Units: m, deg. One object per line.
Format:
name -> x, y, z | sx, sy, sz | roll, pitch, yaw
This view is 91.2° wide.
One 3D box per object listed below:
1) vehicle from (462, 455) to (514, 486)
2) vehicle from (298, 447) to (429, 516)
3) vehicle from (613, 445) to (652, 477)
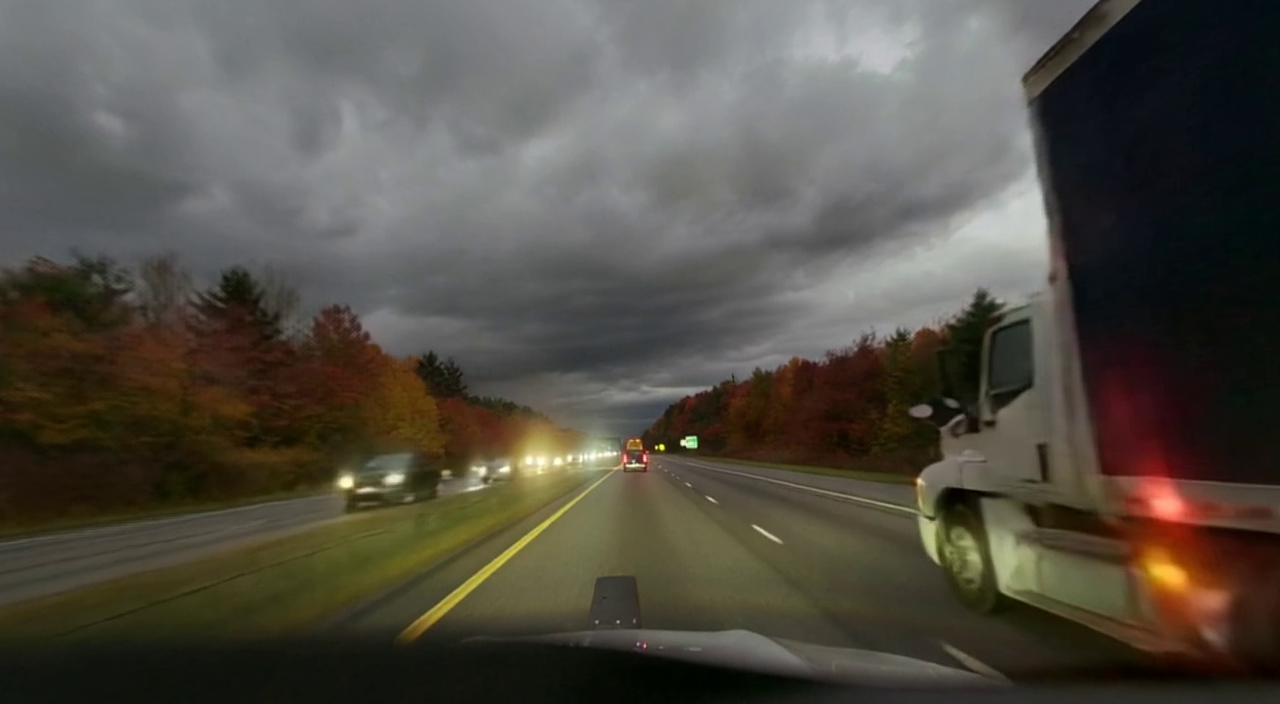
vehicle -> -9.001, 7.029, 37.442 | 1.991, 1.650, 4.391 | -1, -9, 0
vehicle -> -9.060, 4.250, 21.147 | 2.221, 2.006, 4.849 | -1, -9, -1
vehicle -> -0.450, 6.496, 37.510 | 2.168, 1.705, 4.272 | -1, -9, -1
